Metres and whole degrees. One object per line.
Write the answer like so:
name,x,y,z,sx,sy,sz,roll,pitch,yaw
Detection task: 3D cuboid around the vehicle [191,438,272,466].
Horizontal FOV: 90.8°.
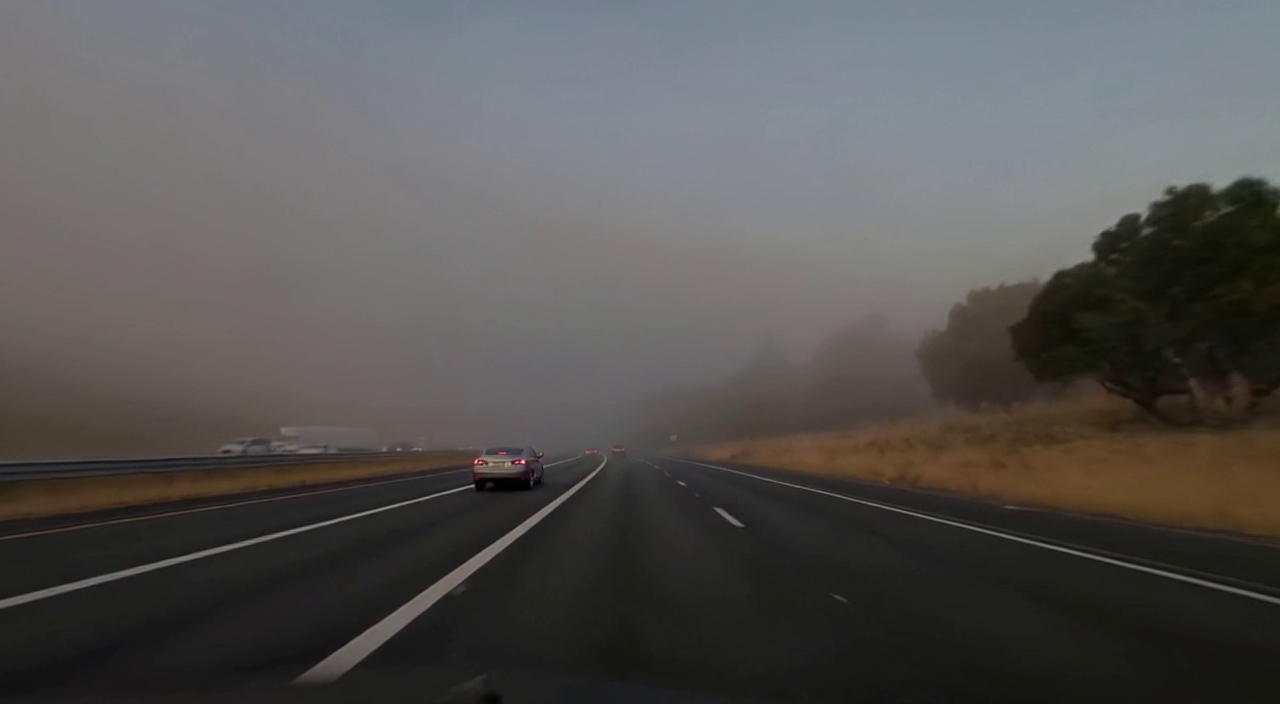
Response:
vehicle,-29.883,7.358,46.535,2.176,1.868,5.849,0,-9,-2

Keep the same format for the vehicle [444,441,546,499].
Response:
vehicle,-4.236,3.516,19.272,2.073,1.516,4.478,-1,-9,0

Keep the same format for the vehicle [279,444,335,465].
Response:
vehicle,-25.351,7.841,48.312,1.840,1.483,4.590,0,-9,-1
